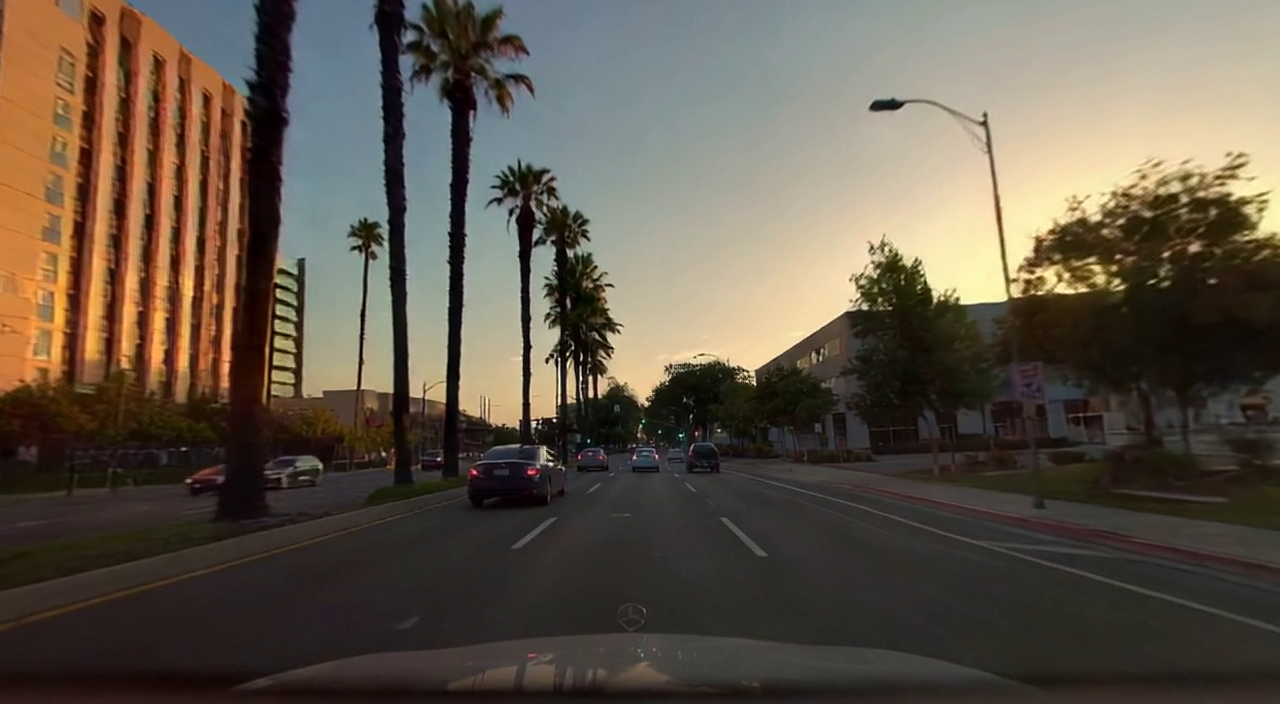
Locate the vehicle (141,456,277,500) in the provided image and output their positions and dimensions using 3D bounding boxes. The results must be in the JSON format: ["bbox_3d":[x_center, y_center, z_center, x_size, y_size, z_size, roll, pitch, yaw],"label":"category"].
[{"bbox_3d":[-17.089,4.986,25.375,1.937,1.480,4.889,-1,-9,1],"label":"vehicle"}]

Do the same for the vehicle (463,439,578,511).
[{"bbox_3d":[-2.758,2.939,15.602,1.908,1.505,4.369,-1,-8,1],"label":"vehicle"}]

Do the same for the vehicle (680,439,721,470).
[{"bbox_3d":[3.745,6.413,39.585,2.108,1.785,4.334,0,-8,0],"label":"vehicle"}]

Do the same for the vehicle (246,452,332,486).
[{"bbox_3d":[-20.183,6.726,36.553,2.022,1.754,5.050,-1,-9,1],"label":"vehicle"}]

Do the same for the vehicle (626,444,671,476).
[{"bbox_3d":[0.422,5.527,32.437,2.147,1.507,3.953,0,-8,0],"label":"vehicle"}]
